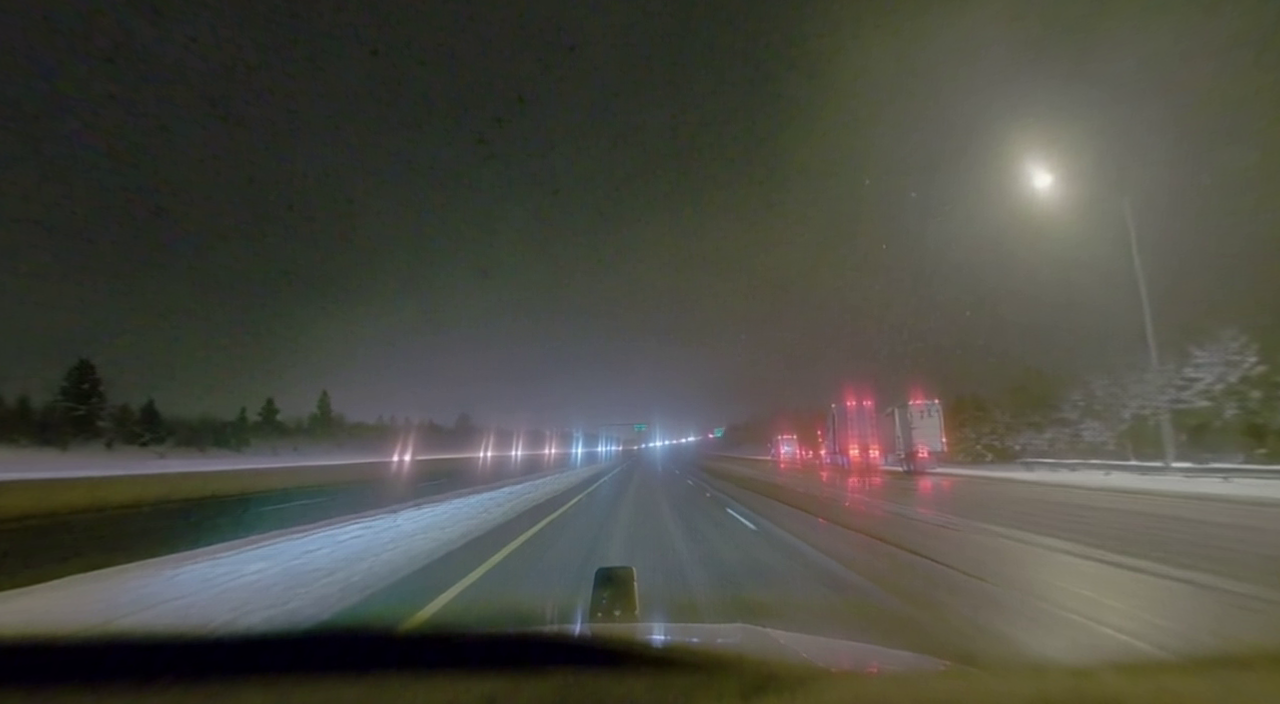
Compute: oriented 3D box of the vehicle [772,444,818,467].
[{"bbox_3d":[11.181,7.477,45.828,2.229,1.599,4.253,0,-8,0],"label":"vehicle"}]
